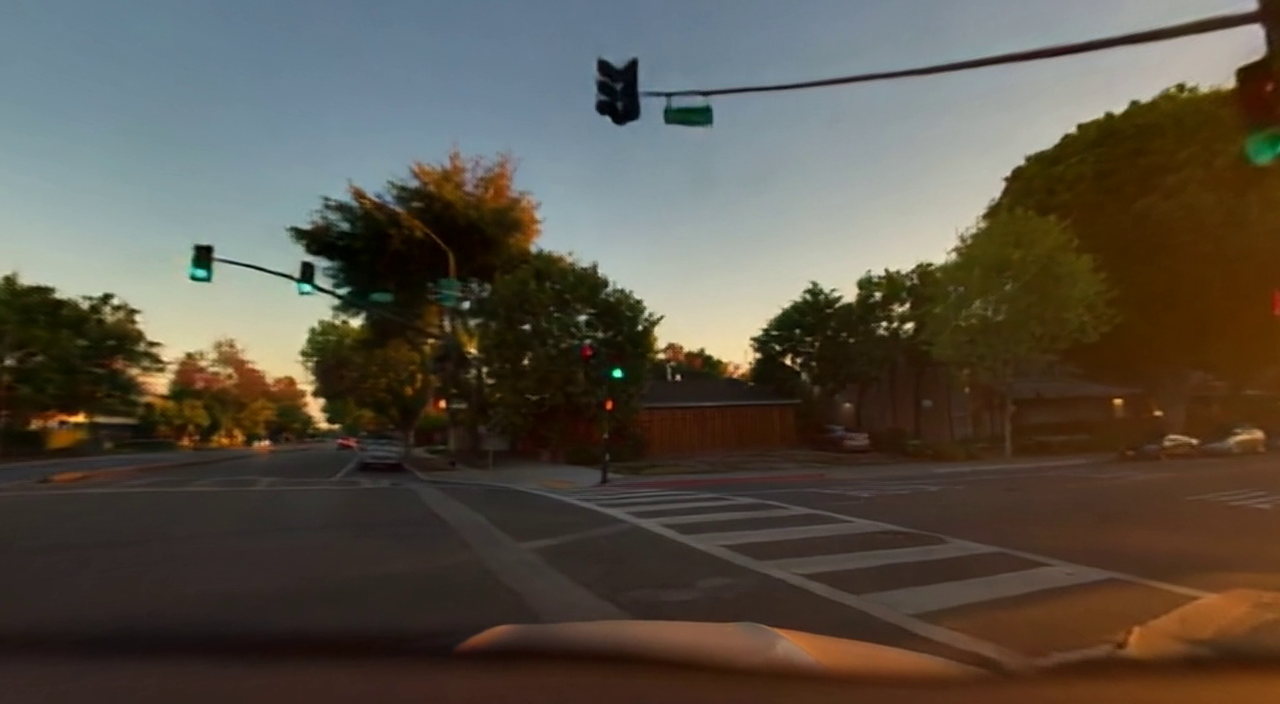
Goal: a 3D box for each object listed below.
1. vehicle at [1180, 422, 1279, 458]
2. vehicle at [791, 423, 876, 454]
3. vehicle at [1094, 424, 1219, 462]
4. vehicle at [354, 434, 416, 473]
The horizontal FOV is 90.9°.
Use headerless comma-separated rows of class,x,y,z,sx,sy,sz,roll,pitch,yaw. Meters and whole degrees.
vehicle,26.993,4.024,28.498,4.518,1.477,1.948,4,-10,-23
vehicle,10.809,4.886,35.505,2.028,1.595,4.554,4,-9,-24
vehicle,21.323,3.790,26.004,4.671,1.470,1.963,4,-11,-24
vehicle,-10.779,4.239,26.519,2.149,1.507,4.160,4,-9,-24
